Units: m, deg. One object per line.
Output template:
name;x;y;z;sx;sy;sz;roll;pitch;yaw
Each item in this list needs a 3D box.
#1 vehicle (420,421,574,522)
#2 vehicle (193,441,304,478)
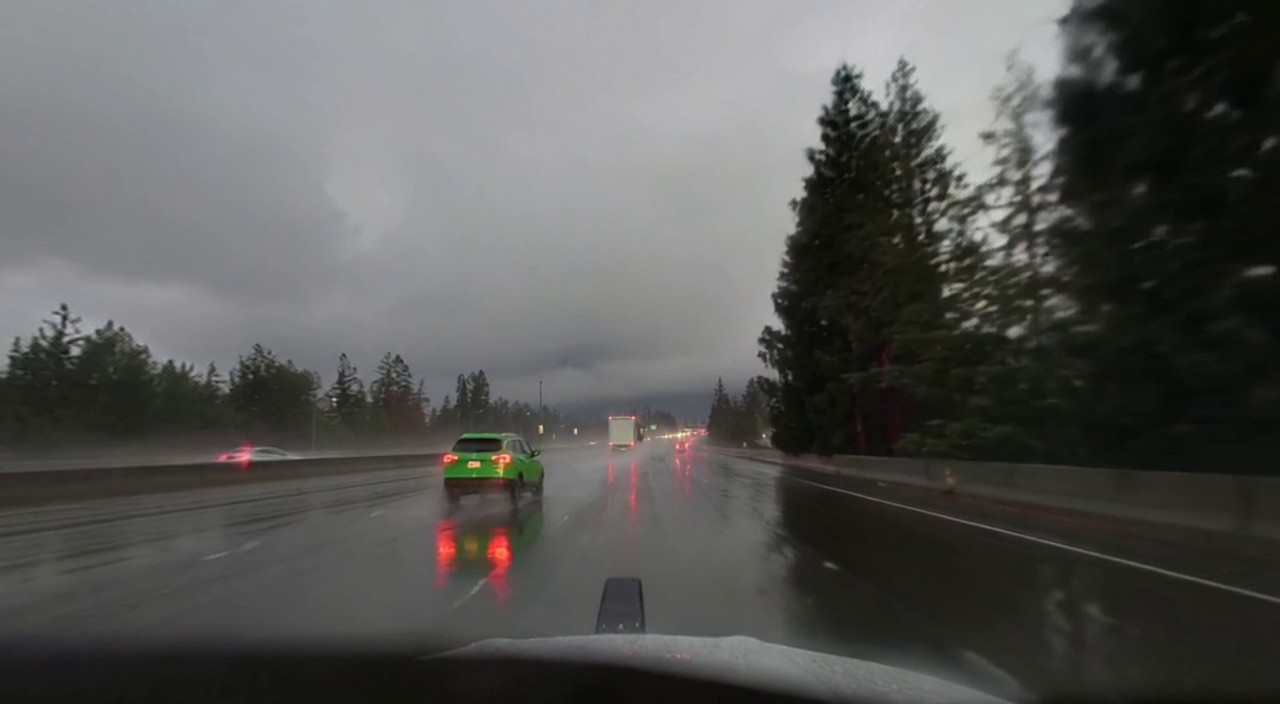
vehicle;-2.752;2.449;13.346;2.111;1.742;4.315;0;-9;2
vehicle;-17.546;4.842;28.540;1.965;1.503;4.579;1;-9;1
